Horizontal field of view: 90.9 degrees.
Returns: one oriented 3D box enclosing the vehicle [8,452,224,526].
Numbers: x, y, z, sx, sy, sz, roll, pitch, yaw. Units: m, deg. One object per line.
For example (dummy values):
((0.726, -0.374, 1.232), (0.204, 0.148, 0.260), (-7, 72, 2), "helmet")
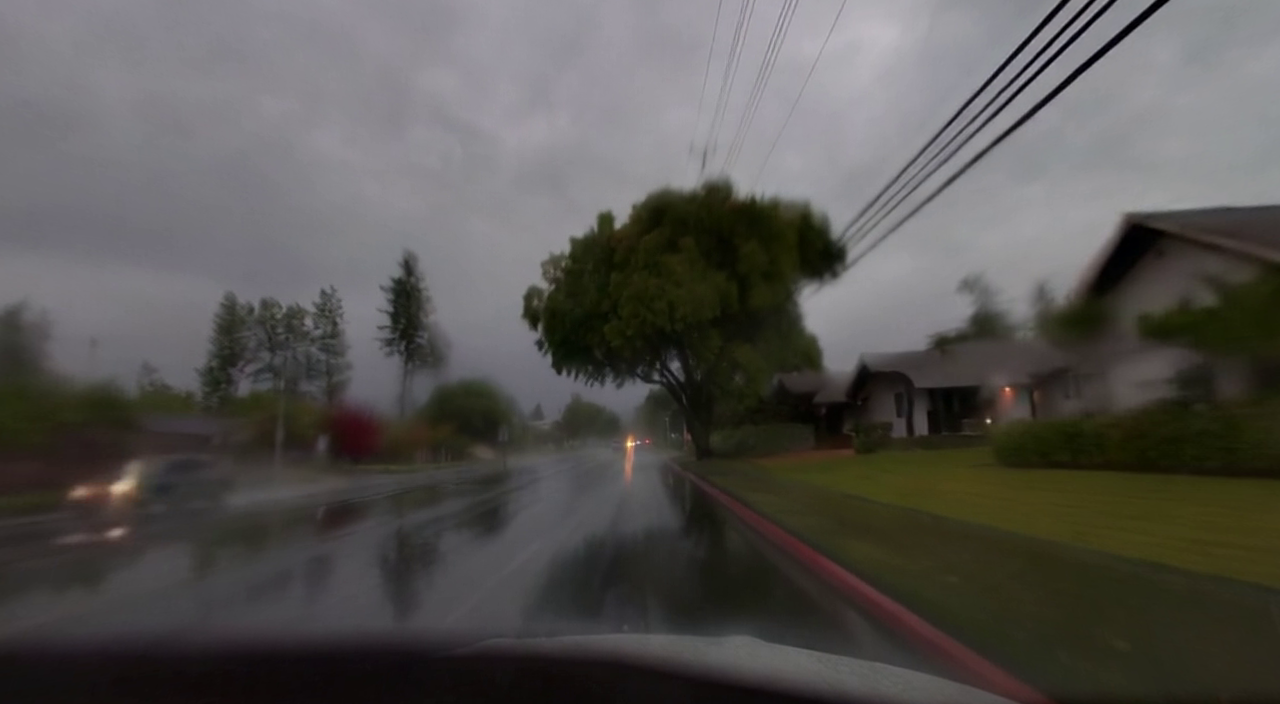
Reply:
((-14.183, 3.660, 17.538), (1.996, 1.695, 4.635), (0, -8, 0), "vehicle")
